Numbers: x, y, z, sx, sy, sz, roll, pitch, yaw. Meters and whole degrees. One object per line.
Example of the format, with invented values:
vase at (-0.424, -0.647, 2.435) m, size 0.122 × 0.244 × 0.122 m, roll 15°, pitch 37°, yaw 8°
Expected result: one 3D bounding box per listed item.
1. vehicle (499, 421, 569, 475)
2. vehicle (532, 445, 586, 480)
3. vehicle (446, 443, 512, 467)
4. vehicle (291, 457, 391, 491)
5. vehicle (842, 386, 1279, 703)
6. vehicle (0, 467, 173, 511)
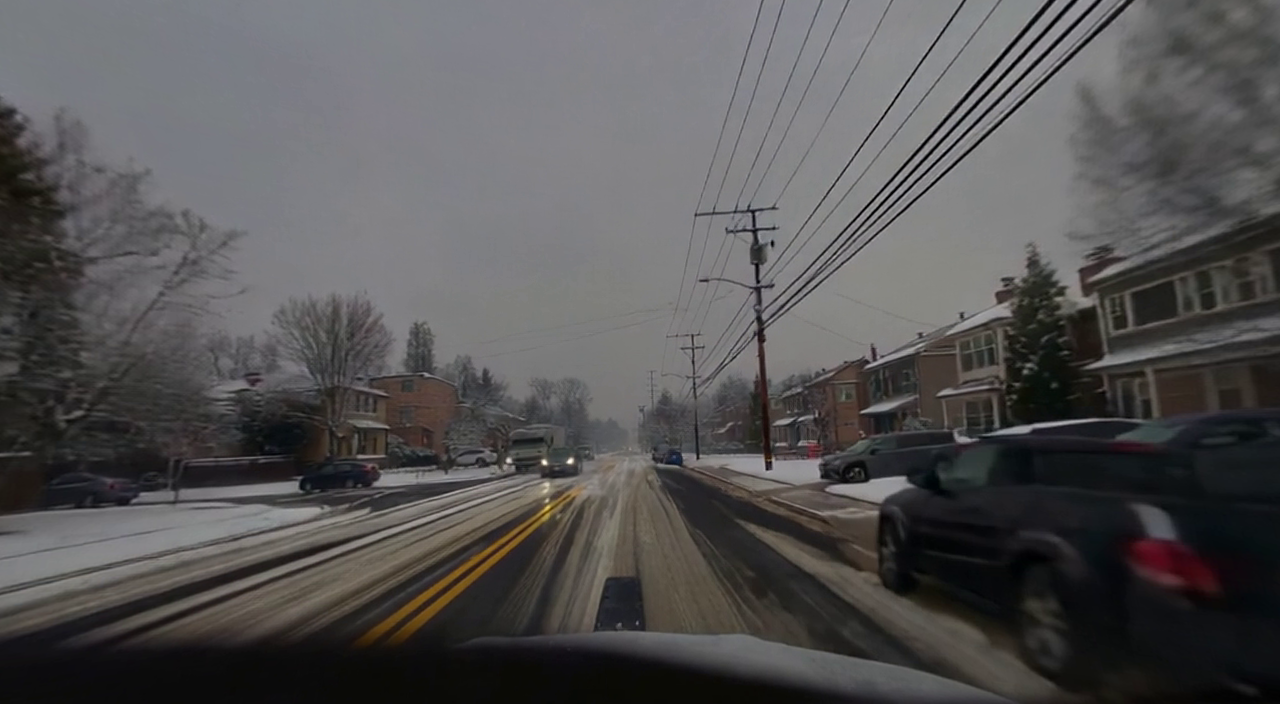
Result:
vehicle at (-6.884, 6.375, 42.129) m, size 3.197 × 3.187 × 7.847 m, roll -2°, pitch -8°, yaw 1°
vehicle at (-3.704, 5.123, 29.633) m, size 1.912 × 1.491 × 4.375 m, roll 0°, pitch -9°, yaw 1°
vehicle at (-11.875, 7.635, 46.852) m, size 4.311 × 1.751 × 2.045 m, roll 0°, pitch -9°, yaw 0°
vehicle at (-15.387, 6.277, 32.738) m, size 4.204 × 1.626 × 1.874 m, roll 1°, pitch -9°, yaw -6°
vehicle at (3.002, 1.189, 3.939) m, size 1.879 × 1.582 × 4.250 m, roll 0°, pitch -9°, yaw -3°
vehicle at (-21.501, 5.294, 24.628) m, size 4.913 × 1.559 × 1.927 m, roll 0°, pitch -9°, yaw -2°
